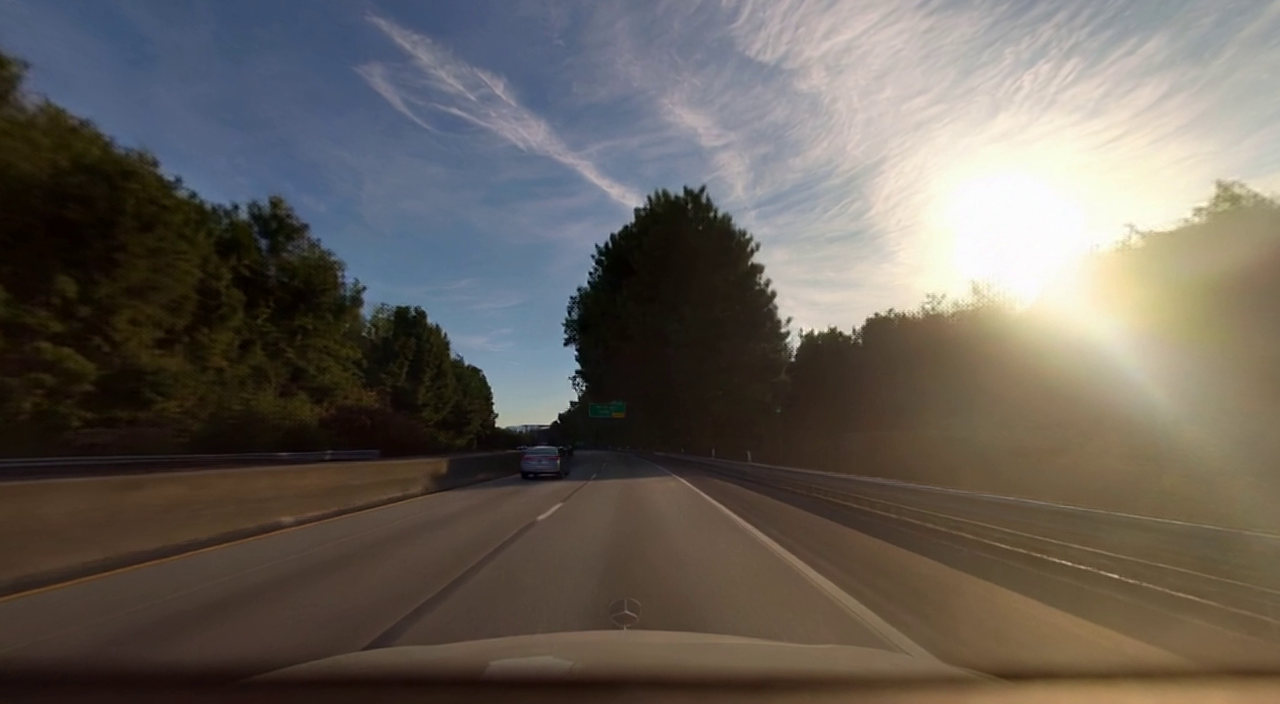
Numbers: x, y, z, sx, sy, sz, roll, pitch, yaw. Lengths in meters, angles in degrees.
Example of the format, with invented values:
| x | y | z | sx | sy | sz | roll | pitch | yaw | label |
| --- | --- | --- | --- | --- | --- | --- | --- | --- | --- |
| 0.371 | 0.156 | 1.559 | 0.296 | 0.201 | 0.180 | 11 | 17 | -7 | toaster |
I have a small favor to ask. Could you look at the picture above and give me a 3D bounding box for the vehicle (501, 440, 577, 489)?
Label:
| x | y | z | sx | sy | sz | roll | pitch | yaw | label |
| --- | --- | --- | --- | --- | --- | --- | --- | --- | --- |
| -3.403 | 3.864 | 22.000 | 1.990 | 1.532 | 3.911 | 0 | -9 | 0 | vehicle |
